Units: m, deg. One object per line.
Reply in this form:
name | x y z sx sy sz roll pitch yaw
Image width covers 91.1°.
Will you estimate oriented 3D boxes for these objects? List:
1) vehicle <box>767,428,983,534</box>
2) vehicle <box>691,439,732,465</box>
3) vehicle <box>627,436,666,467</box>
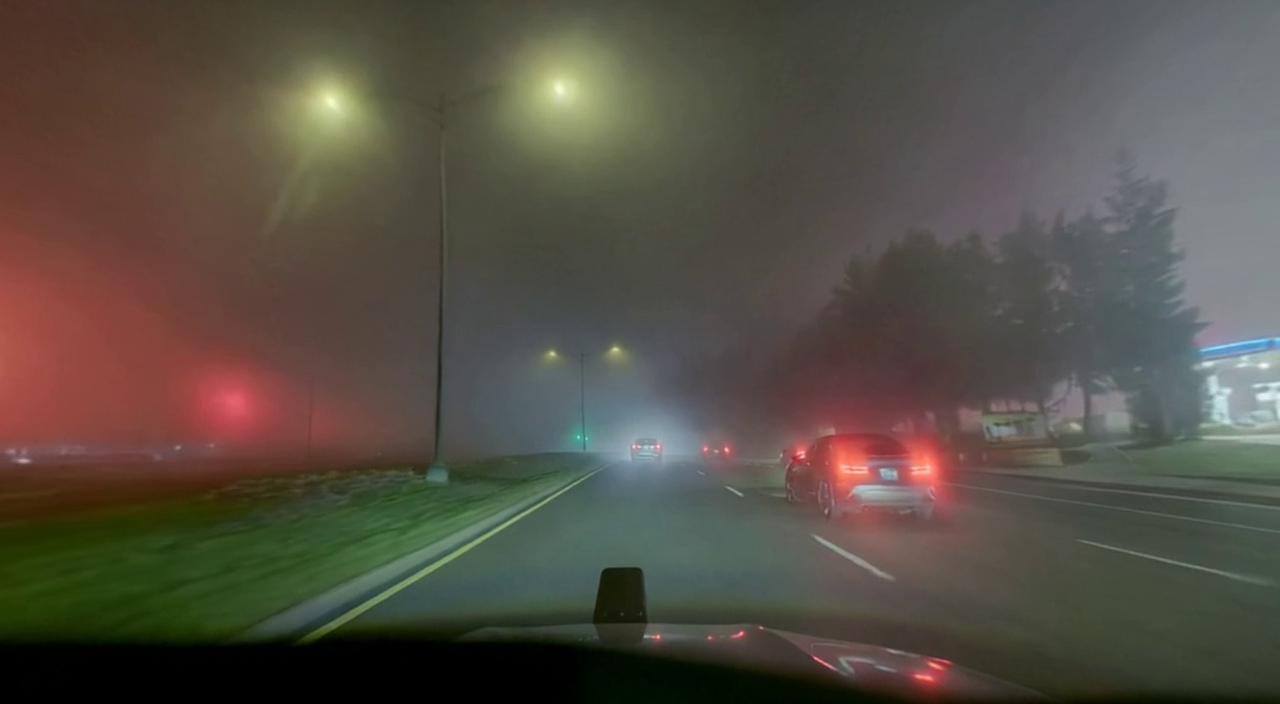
vehicle | 3.870 2.222 11.466 2.119 1.509 4.756 0 -8 0
vehicle | 4.371 6.207 38.960 1.980 1.515 4.362 0 -8 0
vehicle | 0.415 5.871 37.105 2.172 1.694 4.055 0 -8 1
